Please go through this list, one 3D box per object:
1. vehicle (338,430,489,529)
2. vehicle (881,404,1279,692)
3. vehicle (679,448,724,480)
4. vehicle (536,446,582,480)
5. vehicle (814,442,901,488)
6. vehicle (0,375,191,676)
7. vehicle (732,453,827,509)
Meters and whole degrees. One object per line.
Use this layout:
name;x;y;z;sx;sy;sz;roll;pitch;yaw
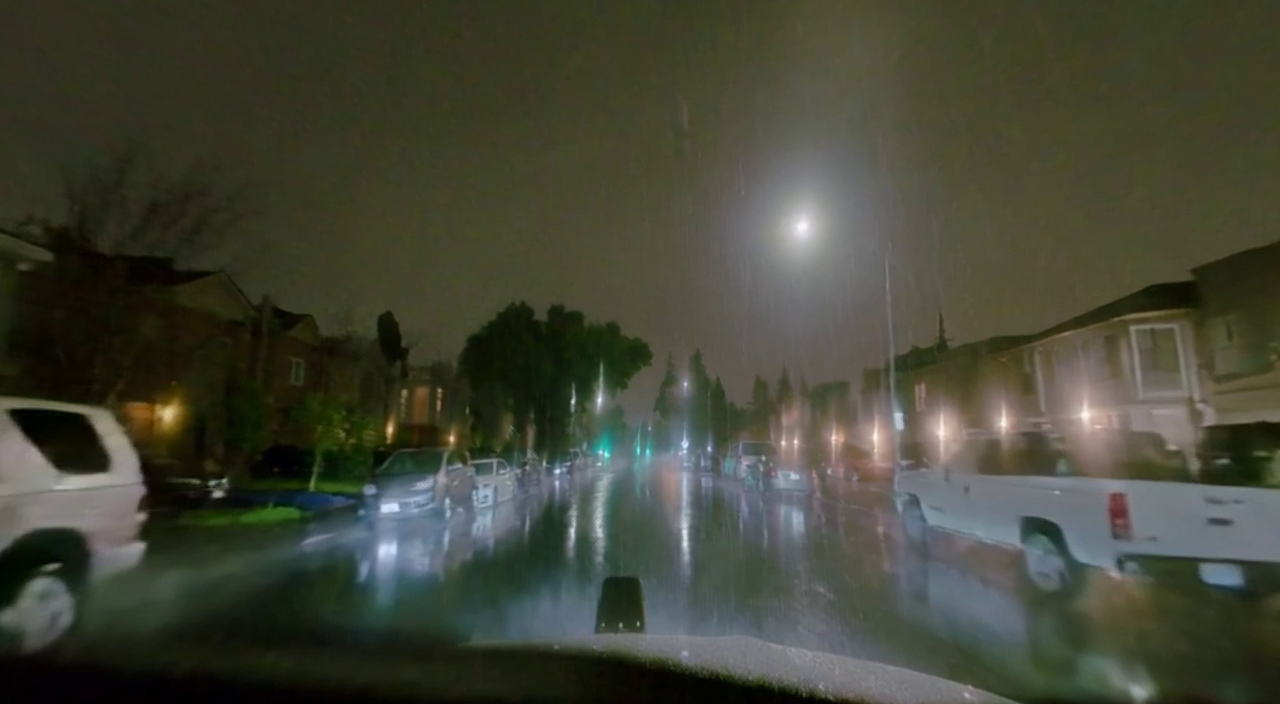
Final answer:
vehicle;-4.836;2.807;14.224;2.007;1.861;4.101;0;-10;-2
vehicle;4.922;1.722;7.084;2.201;1.896;5.632;0;-9;0
vehicle;4.100;7.575;43.088;2.415;1.963;5.688;1;-8;-1
vehicle;-4.588;6.343;36.330;2.035;1.822;4.348;0;-9;0
vehicle;9.601;4.976;28.350;2.125;1.716;4.672;0;-6;-1
vehicle;-5.210;0.979;2.988;2.319;1.902;5.526;-2;-9;-3
vehicle;4.422;4.158;20.877;1.850;1.516;5.066;1;-8;-2
